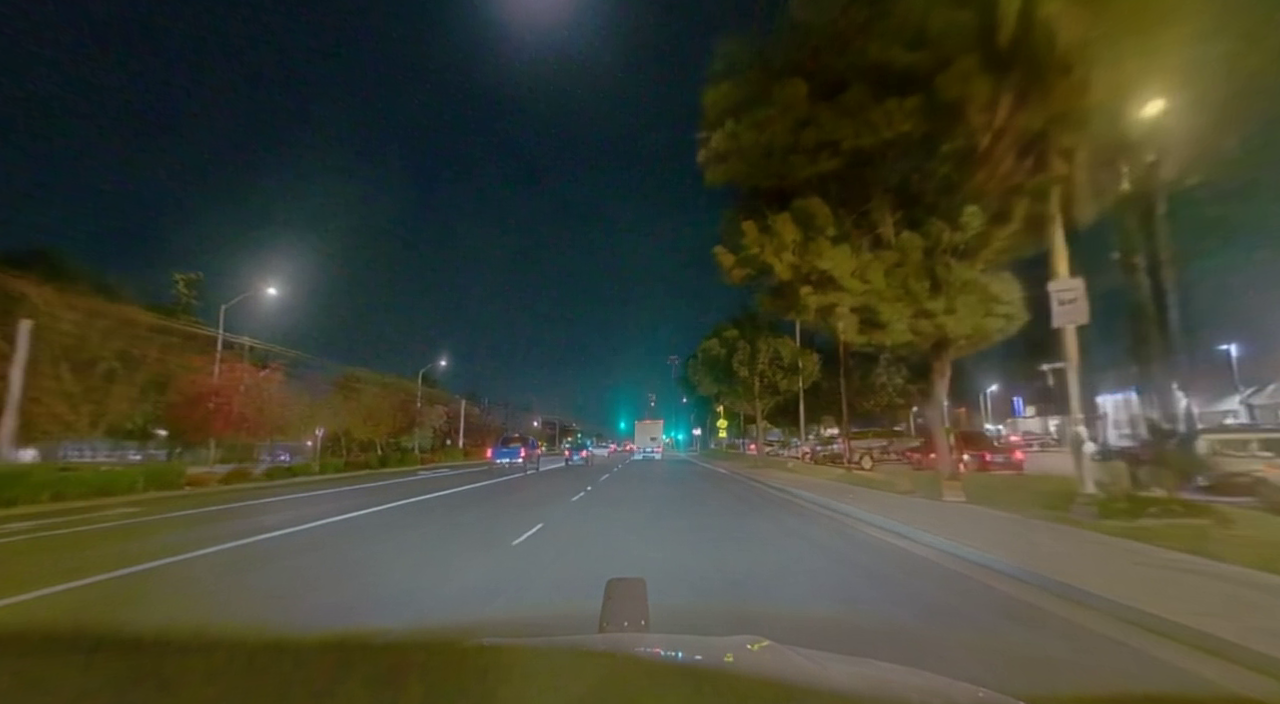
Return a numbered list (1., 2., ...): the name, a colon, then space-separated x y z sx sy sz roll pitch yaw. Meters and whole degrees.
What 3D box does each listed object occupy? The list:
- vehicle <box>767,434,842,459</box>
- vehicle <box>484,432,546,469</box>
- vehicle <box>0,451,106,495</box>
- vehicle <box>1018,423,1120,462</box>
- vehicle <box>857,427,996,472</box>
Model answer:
1. vehicle: 10.658 6.147 41.017 4.346 1.595 1.964 0 -9 0
2. vehicle: -6.724 5.385 34.623 2.149 1.893 5.187 0 -8 2
3. vehicle: -26.021 5.129 27.134 1.918 1.687 4.653 0 -8 1
4. vehicle: 21.424 4.585 31.762 1.888 1.812 4.911 -1 -8 4
5. vehicle: 11.447 3.925 25.430 4.655 1.688 1.876 0 -9 2
